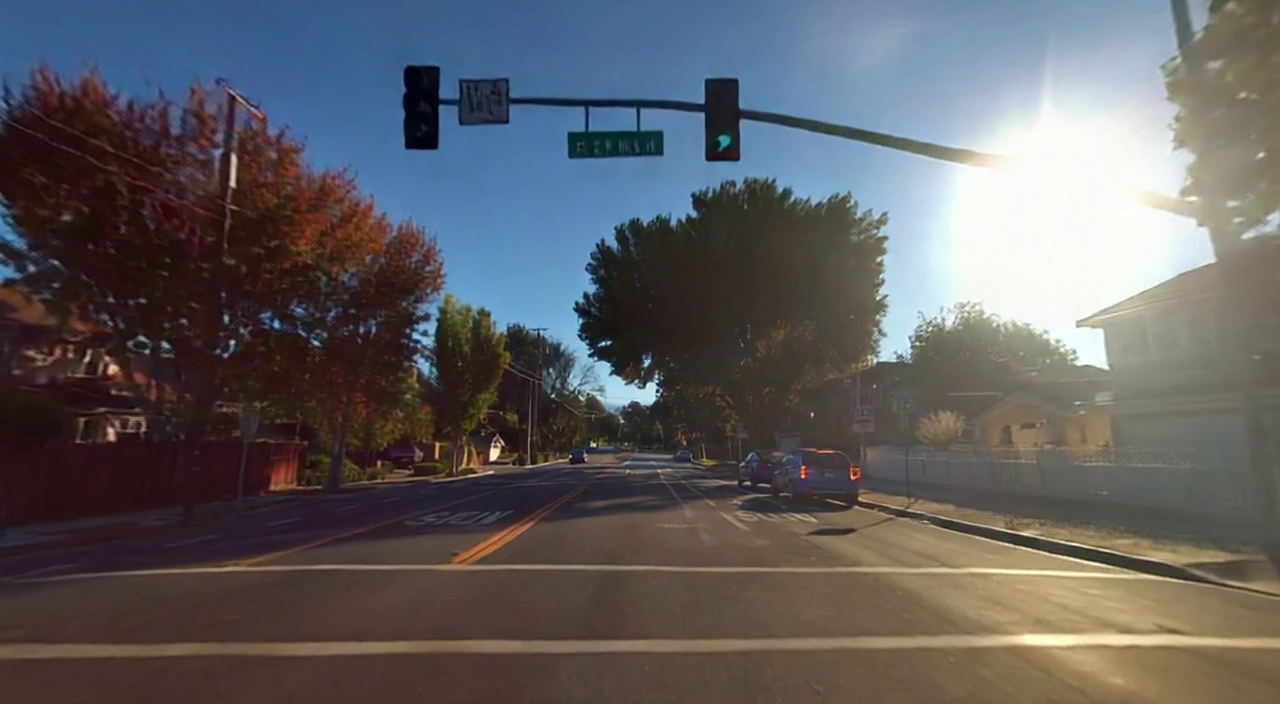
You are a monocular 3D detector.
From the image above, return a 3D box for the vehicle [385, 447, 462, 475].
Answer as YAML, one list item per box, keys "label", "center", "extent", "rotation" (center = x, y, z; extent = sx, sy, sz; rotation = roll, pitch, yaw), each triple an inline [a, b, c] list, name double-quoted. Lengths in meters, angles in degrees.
- label: "vehicle"
  center: [-16.177, 8.106, 47.220]
  extent: [5.125, 1.941, 2.086]
  rotation: [4, -10, -26]

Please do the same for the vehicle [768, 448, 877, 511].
- label: "vehicle"
  center: [5.175, 3.638, 18.617]
  extent: [1.891, 1.611, 4.269]
  rotation: [0, -9, 0]
